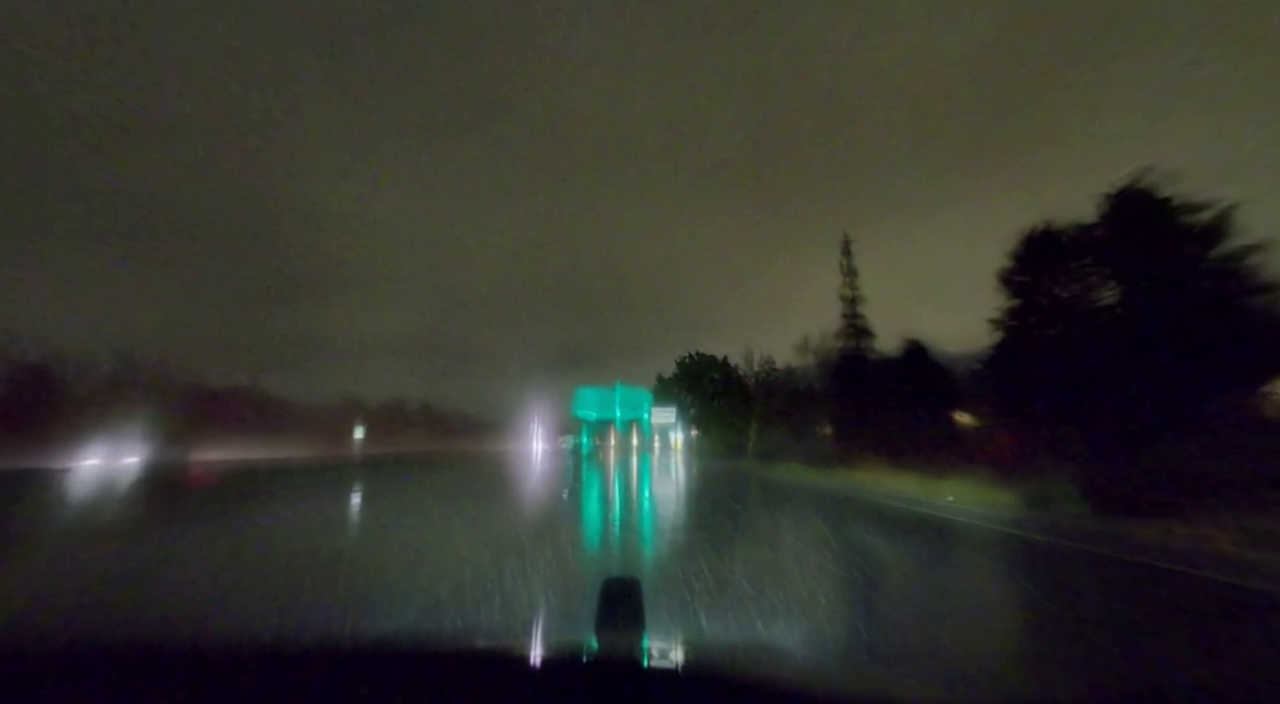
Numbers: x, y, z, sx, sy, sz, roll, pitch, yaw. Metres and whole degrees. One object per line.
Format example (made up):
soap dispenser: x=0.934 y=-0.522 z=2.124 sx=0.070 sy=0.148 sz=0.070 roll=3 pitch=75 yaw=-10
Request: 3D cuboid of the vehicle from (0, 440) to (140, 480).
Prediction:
vehicle: x=-22.955 y=4.336 z=25.581 sx=1.822 sy=1.471 sz=4.255 roll=0 pitch=-9 yaw=0
